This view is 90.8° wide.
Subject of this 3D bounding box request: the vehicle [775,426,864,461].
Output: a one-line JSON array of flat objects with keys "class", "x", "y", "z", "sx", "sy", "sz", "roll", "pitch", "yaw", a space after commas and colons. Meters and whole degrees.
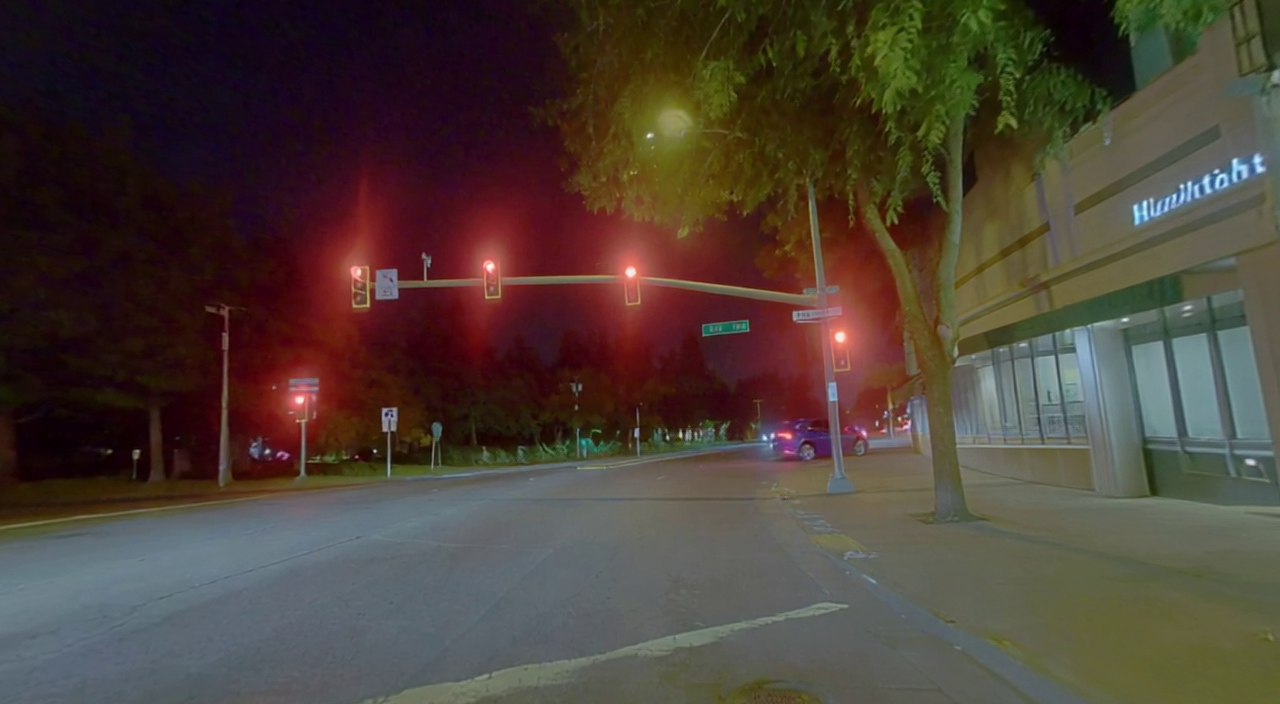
[{"class": "vehicle", "x": 10.266, "y": 5.182, "z": 35.816, "sx": 5.519, "sy": 1.842, "sz": 2.100, "roll": 7, "pitch": -11, "yaw": -41}]
